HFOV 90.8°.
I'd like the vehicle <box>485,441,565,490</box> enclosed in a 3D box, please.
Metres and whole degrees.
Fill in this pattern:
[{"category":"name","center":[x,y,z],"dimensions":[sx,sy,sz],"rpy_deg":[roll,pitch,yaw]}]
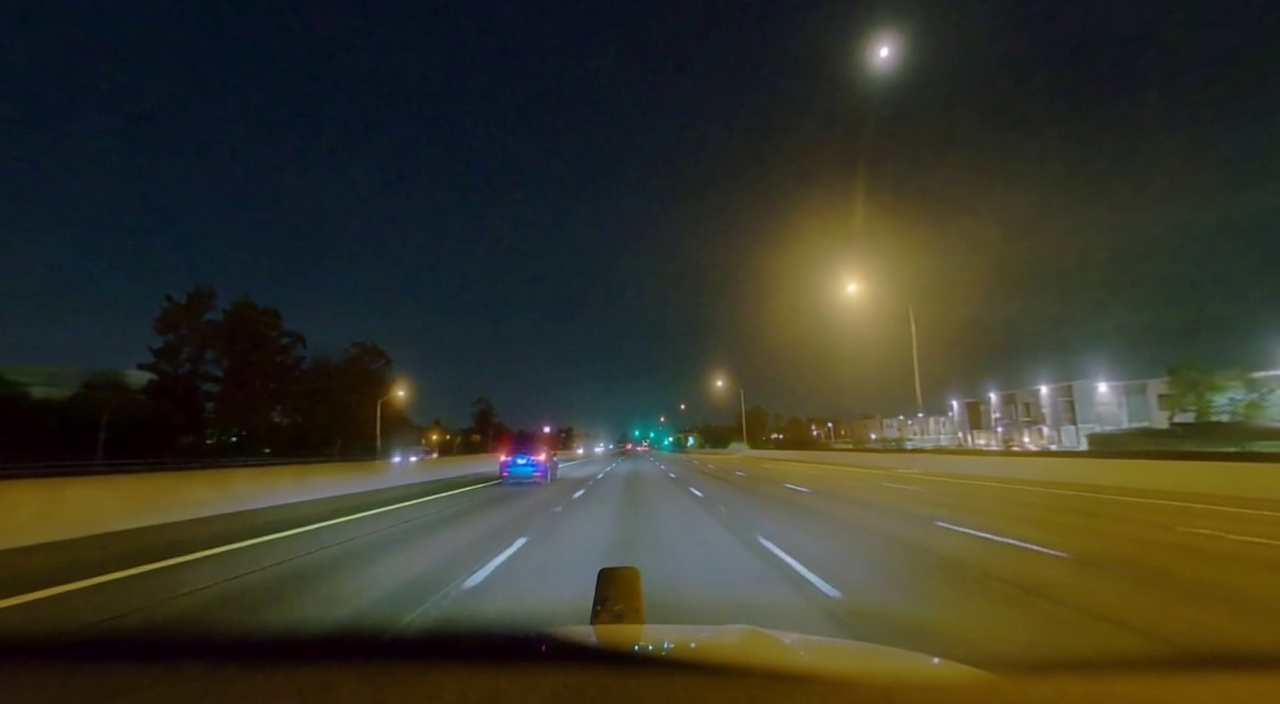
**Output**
[{"category":"vehicle","center":[-3.819,3.861,21.840],"dimensions":[1.900,1.492,4.495],"rpy_deg":[0,-9,0]}]

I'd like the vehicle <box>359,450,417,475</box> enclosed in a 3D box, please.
[{"category":"vehicle","center":[-16.937,7.404,42.701],"dimensions":[1.991,1.538,4.654],"rpy_deg":[0,-9,0]}]
